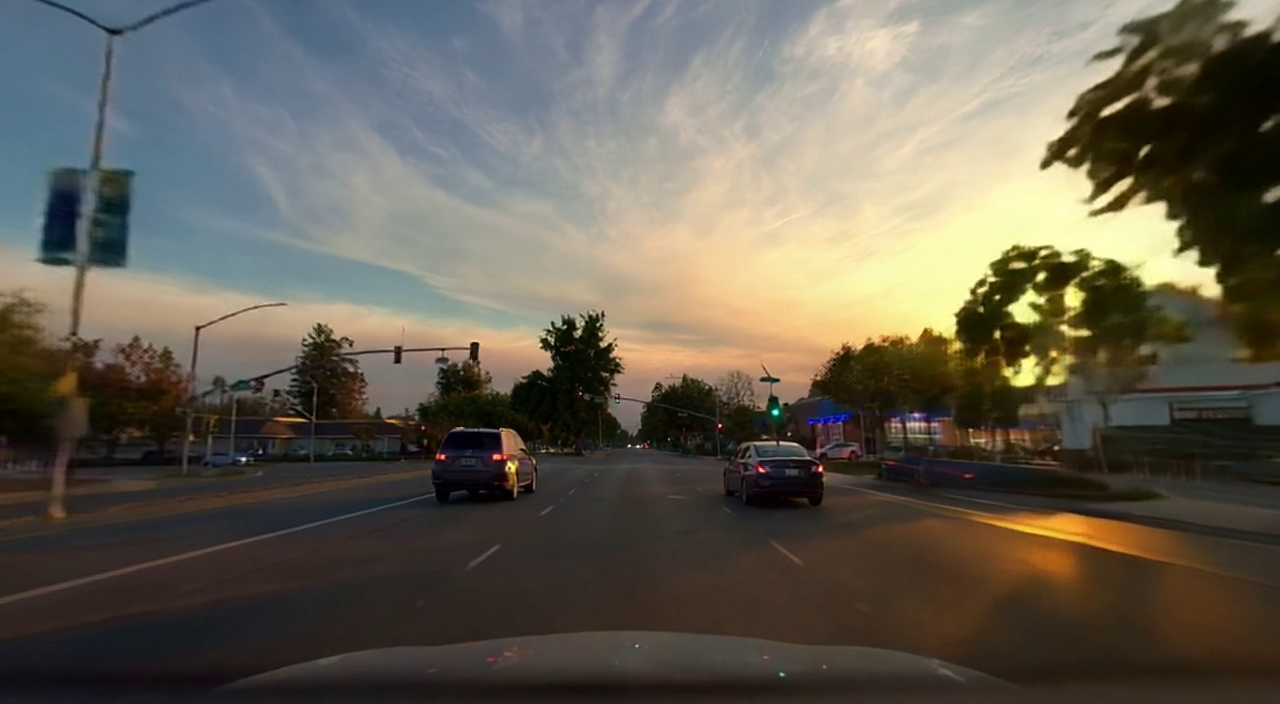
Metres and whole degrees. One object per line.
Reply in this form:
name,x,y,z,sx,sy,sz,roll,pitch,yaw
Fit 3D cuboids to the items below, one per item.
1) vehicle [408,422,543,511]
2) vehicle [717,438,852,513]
vehicle,-3.735,2.690,15.321,1.997,1.806,4.500,0,-8,1
vehicle,3.222,2.859,15.208,1.975,1.502,4.787,0,-8,-2
